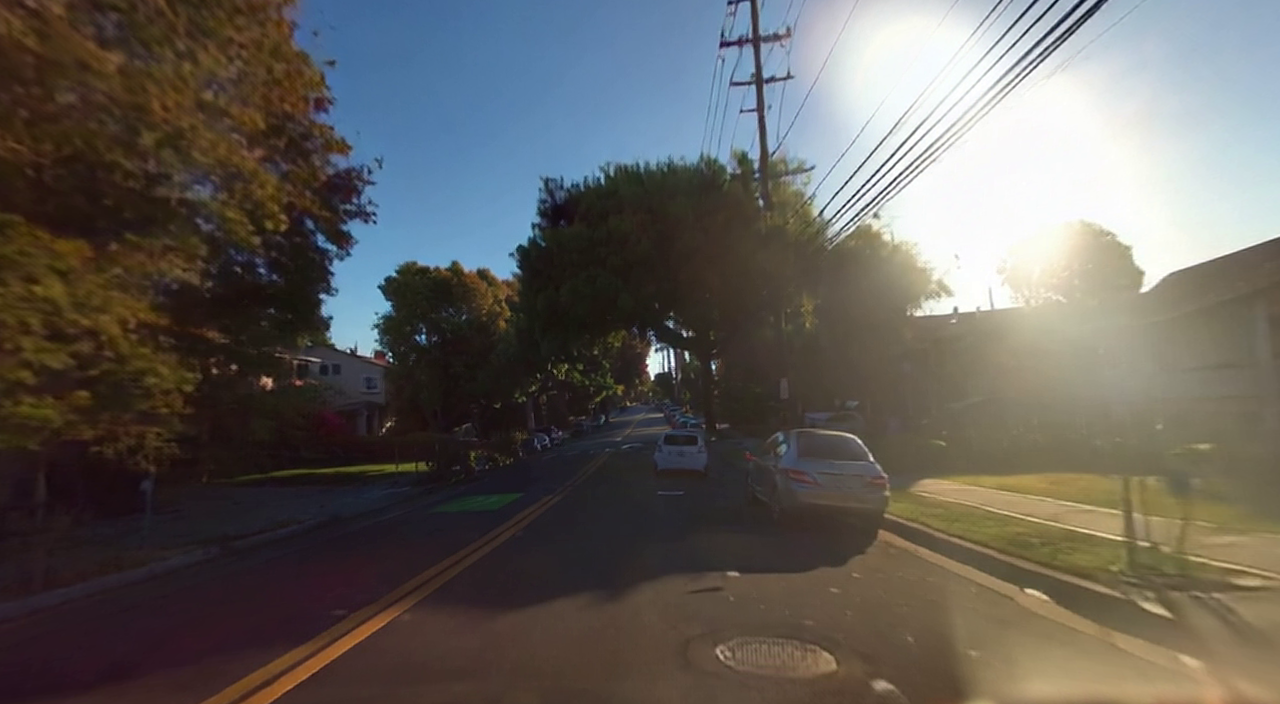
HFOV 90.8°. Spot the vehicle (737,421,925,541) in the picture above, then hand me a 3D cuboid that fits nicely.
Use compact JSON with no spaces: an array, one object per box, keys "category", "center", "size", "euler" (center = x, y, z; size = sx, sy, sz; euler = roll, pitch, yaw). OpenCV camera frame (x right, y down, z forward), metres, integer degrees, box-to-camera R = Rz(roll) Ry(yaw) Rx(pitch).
[{"category":"vehicle","center":[3.084,2.171,11.329],"size":[1.909,1.694,4.472],"euler":[0,-8,-1]}]

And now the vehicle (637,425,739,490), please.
[{"category":"vehicle","center":[1.559,2.972,18.191],"size":[2.235,1.500,4.496],"euler":[1,-8,13]}]
